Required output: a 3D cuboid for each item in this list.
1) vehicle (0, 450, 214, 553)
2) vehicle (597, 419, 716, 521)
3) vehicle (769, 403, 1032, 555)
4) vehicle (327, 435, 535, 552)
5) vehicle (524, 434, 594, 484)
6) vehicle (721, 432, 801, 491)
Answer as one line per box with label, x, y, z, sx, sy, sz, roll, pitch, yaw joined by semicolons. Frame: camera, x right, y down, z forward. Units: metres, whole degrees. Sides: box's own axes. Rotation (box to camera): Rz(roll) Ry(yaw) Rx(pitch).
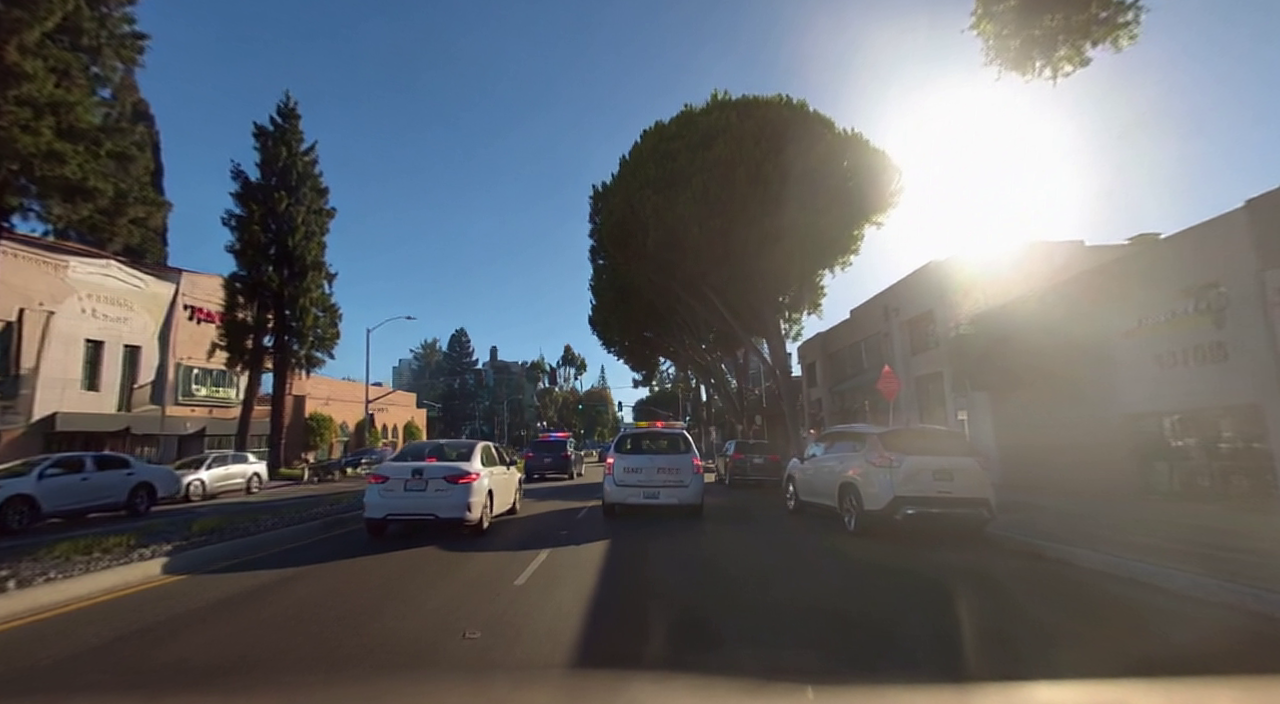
vehicle;-10.639;2.606;11.770;2.041;1.500;4.684;0;-8;0
vehicle;0.290;2.354;13.061;2.075;1.770;4.018;0;-8;0
vehicle;3.988;2.070;11.100;2.038;1.865;5.786;3;-9;-2
vehicle;-3.037;2.129;10.250;1.908;1.474;4.257;0;-8;0
vehicle;-3.085;4.201;25.024;2.135;1.806;4.514;0;-8;1
vehicle;4.057;3.739;21.908;2.025;1.813;4.372;0;-8;2
